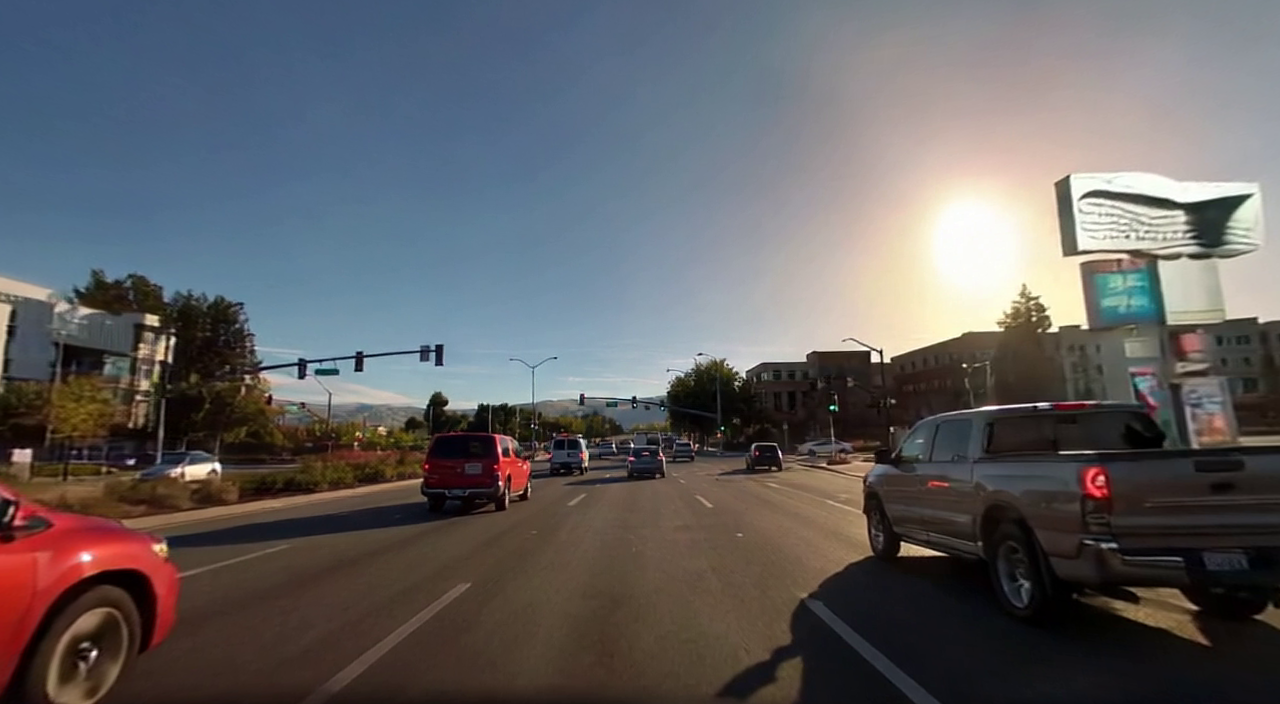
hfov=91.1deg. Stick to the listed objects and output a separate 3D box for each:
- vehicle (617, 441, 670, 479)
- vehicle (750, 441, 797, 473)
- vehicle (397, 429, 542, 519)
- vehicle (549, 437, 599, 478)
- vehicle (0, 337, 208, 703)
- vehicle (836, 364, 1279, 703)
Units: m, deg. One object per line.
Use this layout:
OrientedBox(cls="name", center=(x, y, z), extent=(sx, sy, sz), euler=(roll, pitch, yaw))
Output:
OrientedBox(cls="vehicle", center=(0.147, 5.323, 31.337), extent=(2.426, 1.703, 5.602), euler=(0, -8, 0))
OrientedBox(cls="vehicle", center=(7.595, 6.001, 36.188), extent=(2.119, 1.696, 4.623), euler=(-1, -9, 5))
OrientedBox(cls="vehicle", center=(-3.768, 2.795, 14.973), extent=(2.002, 1.747, 5.173), euler=(0, -8, 0))
OrientedBox(cls="vehicle", center=(-3.353, 5.487, 32.959), extent=(2.025, 1.936, 4.995), euler=(0, -9, 1))
OrientedBox(cls="vehicle", center=(-3.467, 0.619, 1.057), extent=(2.159, 1.717, 4.581), euler=(0, -9, 1))
OrientedBox(cls="vehicle", center=(3.586, 1.304, 5.630), extent=(2.055, 1.786, 4.817), euler=(0, -9, 0))
